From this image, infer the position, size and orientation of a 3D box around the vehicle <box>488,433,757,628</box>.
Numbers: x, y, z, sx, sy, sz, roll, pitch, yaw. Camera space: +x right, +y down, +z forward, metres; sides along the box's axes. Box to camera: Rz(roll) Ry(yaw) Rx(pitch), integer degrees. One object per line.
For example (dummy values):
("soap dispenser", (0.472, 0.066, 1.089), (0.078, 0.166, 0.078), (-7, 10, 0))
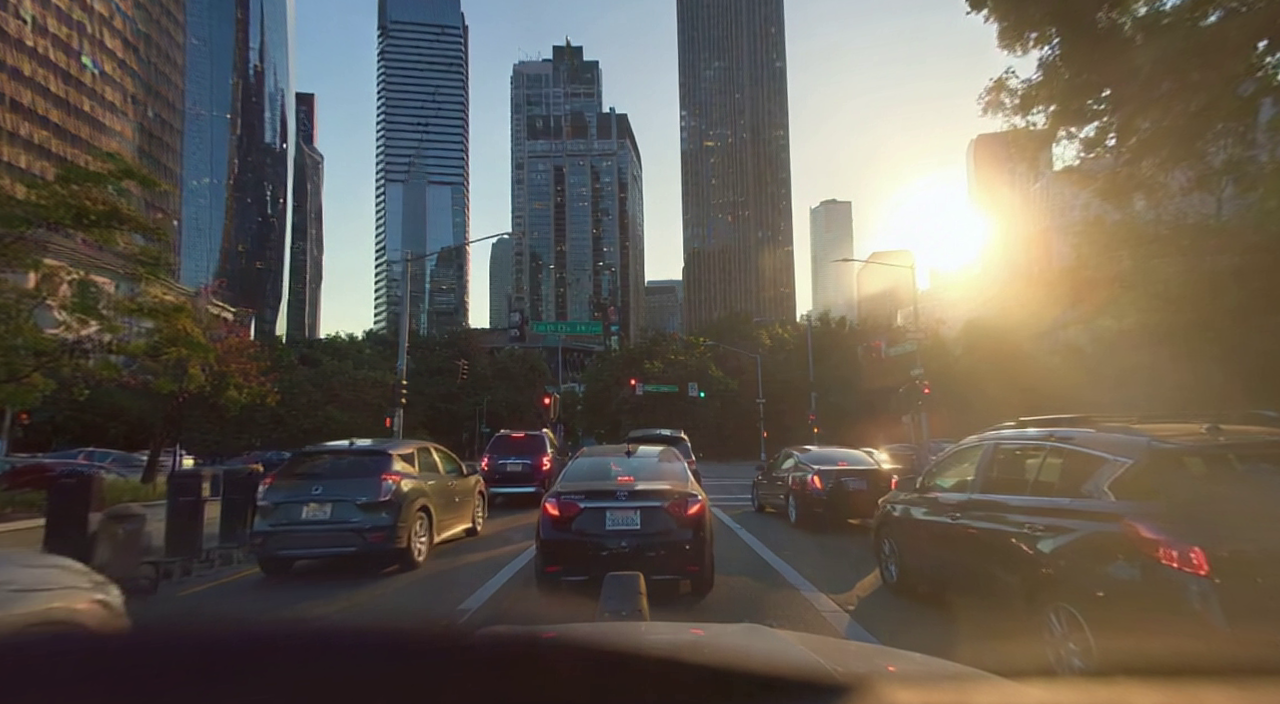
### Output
("vehicle", (-0.132, 1.636, 6.735), (2.031, 1.461, 3.763), (0, -8, 0))

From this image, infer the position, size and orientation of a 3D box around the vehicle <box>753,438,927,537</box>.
("vehicle", (3.576, 2.486, 12.317), (1.973, 1.537, 4.533), (0, -8, 1))

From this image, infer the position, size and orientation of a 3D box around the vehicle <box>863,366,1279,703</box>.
("vehicle", (3.350, 1.160, 4.180), (2.179, 1.631, 4.173), (0, -8, 0))

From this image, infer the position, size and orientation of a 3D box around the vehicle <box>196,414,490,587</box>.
("vehicle", (-3.564, 1.842, 8.724), (2.046, 1.744, 4.407), (0, -8, -2))

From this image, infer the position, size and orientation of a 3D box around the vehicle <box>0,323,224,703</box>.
("vehicle", (-3.088, 0.589, 0.681), (2.181, 1.723, 4.550), (0, -8, -1))
